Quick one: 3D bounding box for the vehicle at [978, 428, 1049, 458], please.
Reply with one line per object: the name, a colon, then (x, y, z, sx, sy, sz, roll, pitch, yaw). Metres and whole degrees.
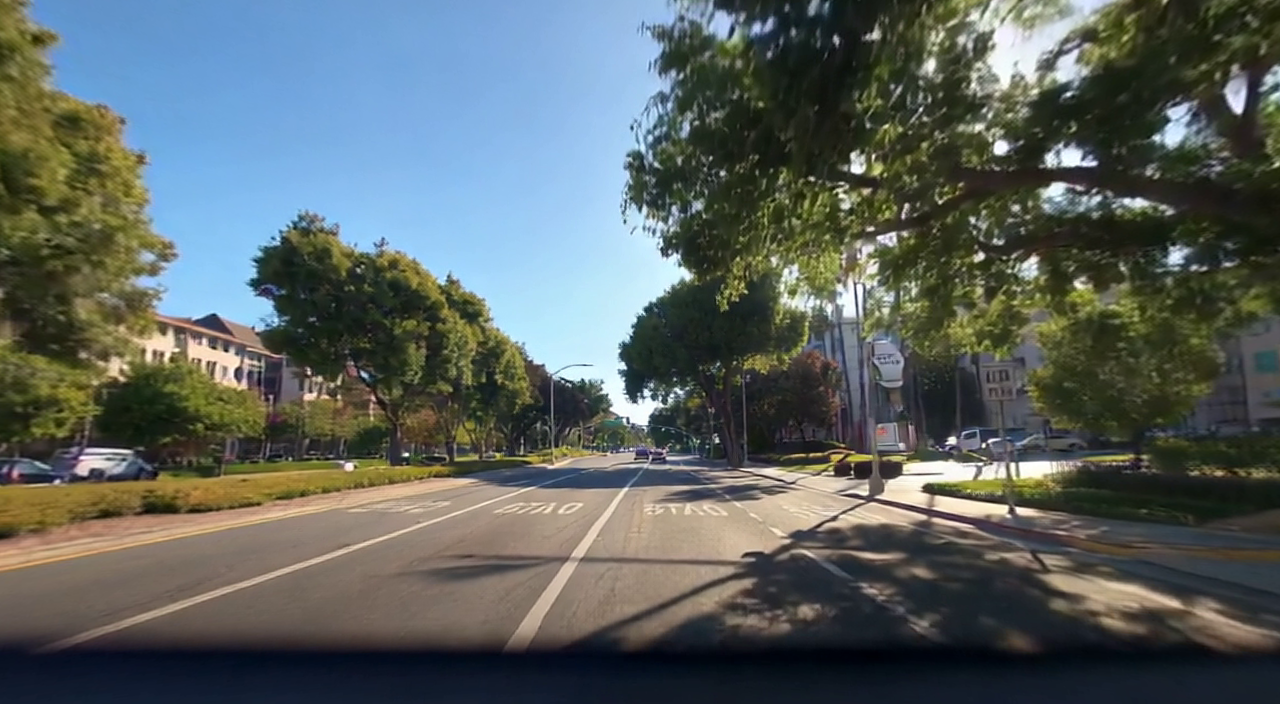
vehicle: (24.237, 5.972, 41.097, 2.222, 1.818, 5.099, -1, -9, 10)

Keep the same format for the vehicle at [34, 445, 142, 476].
vehicle: (-34.635, 6.799, 39.770, 2.020, 1.768, 5.003, 0, -9, 4)

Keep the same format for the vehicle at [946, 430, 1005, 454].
vehicle: (26.147, 7.065, 49.286, 2.095, 1.692, 5.051, -2, -10, 4)
